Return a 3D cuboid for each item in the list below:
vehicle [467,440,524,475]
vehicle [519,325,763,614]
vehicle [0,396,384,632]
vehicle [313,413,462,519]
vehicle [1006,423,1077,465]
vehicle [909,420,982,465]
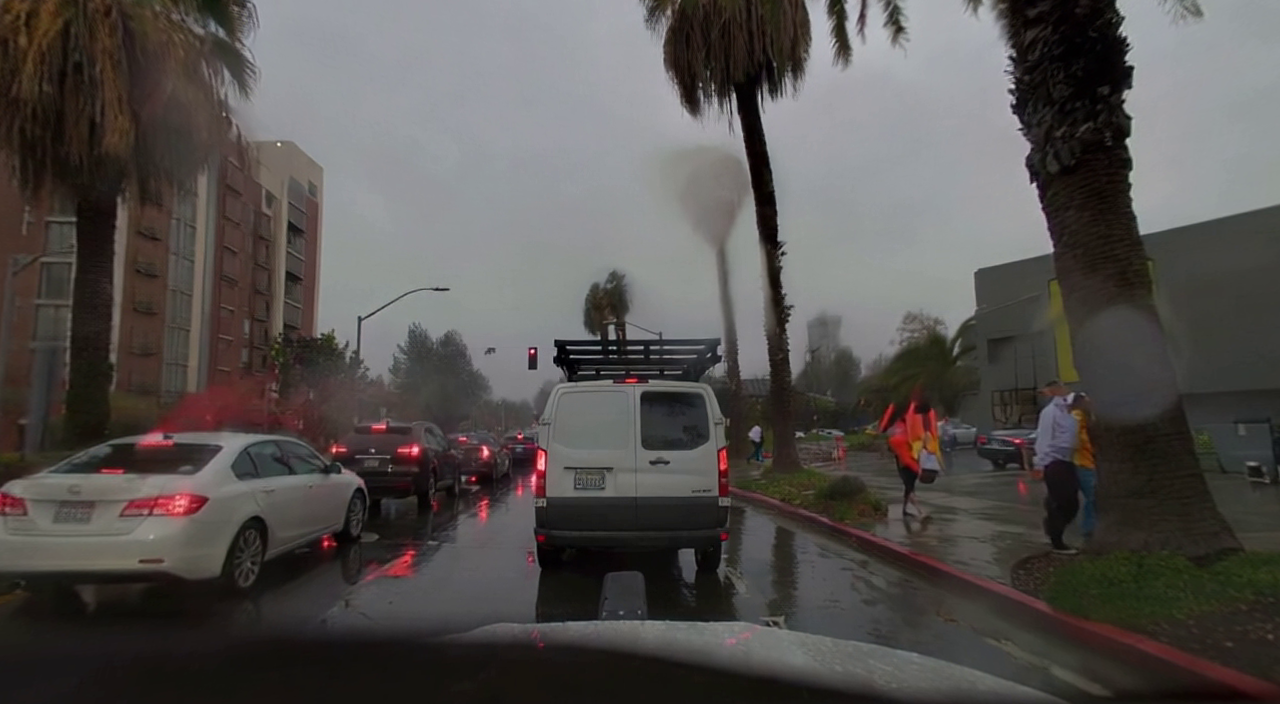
[{"bbox_3d":[-6.847,4.891,29.565,1.818,1.479,4.428,4,-9,-22],"label":"vehicle"},{"bbox_3d":[-0.201,1.222,7.174,1.902,2.238,4.263,1,-9,-6],"label":"vehicle"},{"bbox_3d":[-4.402,1.464,6.664,1.986,1.643,4.315,1,-9,-6],"label":"vehicle"},{"bbox_3d":[-5.214,2.412,13.880,2.089,1.854,5.022,2,-9,-11],"label":"vehicle"},{"bbox_3d":[15.753,3.617,24.716,2.048,1.475,3.972,-6,-10,34],"label":"vehicle"},{"bbox_3d":[12.646,3.760,26.040,2.046,1.675,3.924,-6,-10,33],"label":"vehicle"}]
